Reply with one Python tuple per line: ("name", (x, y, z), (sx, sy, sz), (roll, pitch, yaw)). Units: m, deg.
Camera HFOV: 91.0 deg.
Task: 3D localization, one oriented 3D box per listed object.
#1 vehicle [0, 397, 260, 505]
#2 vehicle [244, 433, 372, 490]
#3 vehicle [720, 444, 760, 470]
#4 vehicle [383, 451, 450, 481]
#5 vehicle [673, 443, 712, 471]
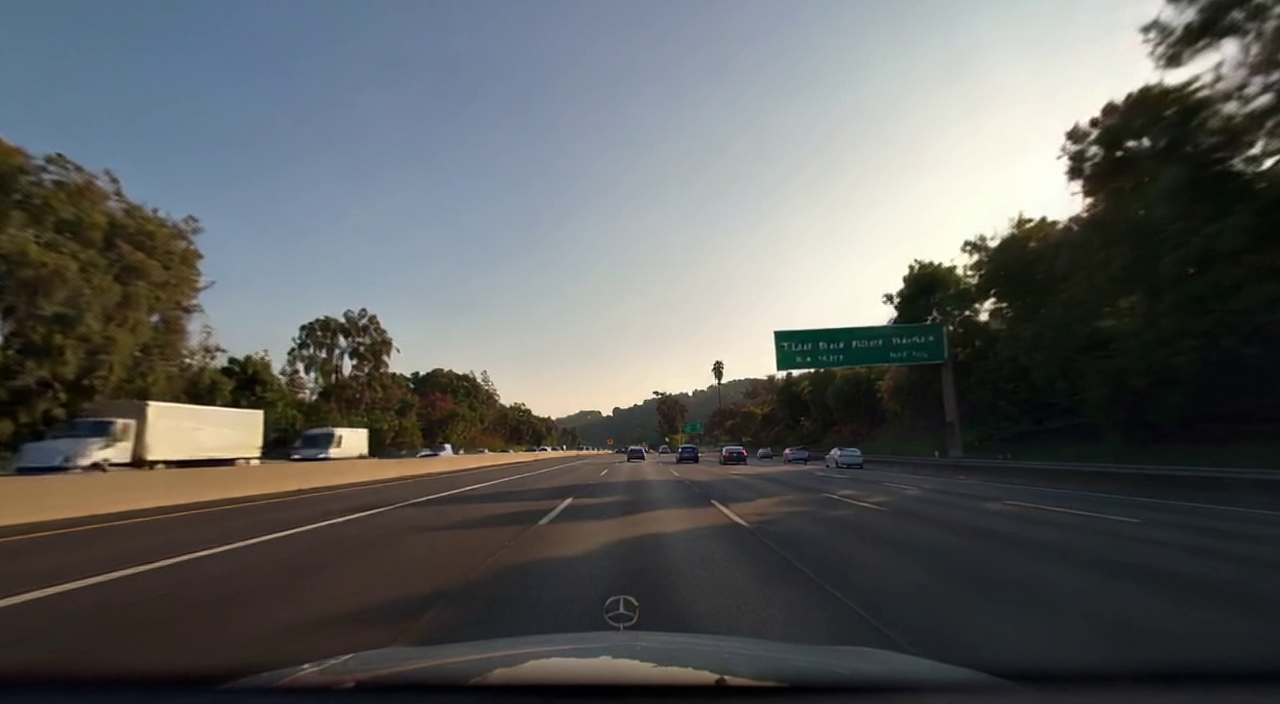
("vehicle", (-19.625, 3.915, 25.301), (3.038, 3.554, 8.784), (0, -8, 0))
("vehicle", (-15.872, 5.248, 30.670), (2.780, 2.467, 6.067), (0, -8, 1))
("vehicle", (6.807, 7.161, 43.098), (1.902, 1.623, 4.360), (0, -8, -2))
("vehicle", (-12.045, 6.152, 34.233), (1.980, 1.494, 4.511), (0, -8, 0))
("vehicle", (3.329, 6.719, 40.632), (2.035, 1.704, 3.867), (0, -8, -2))
